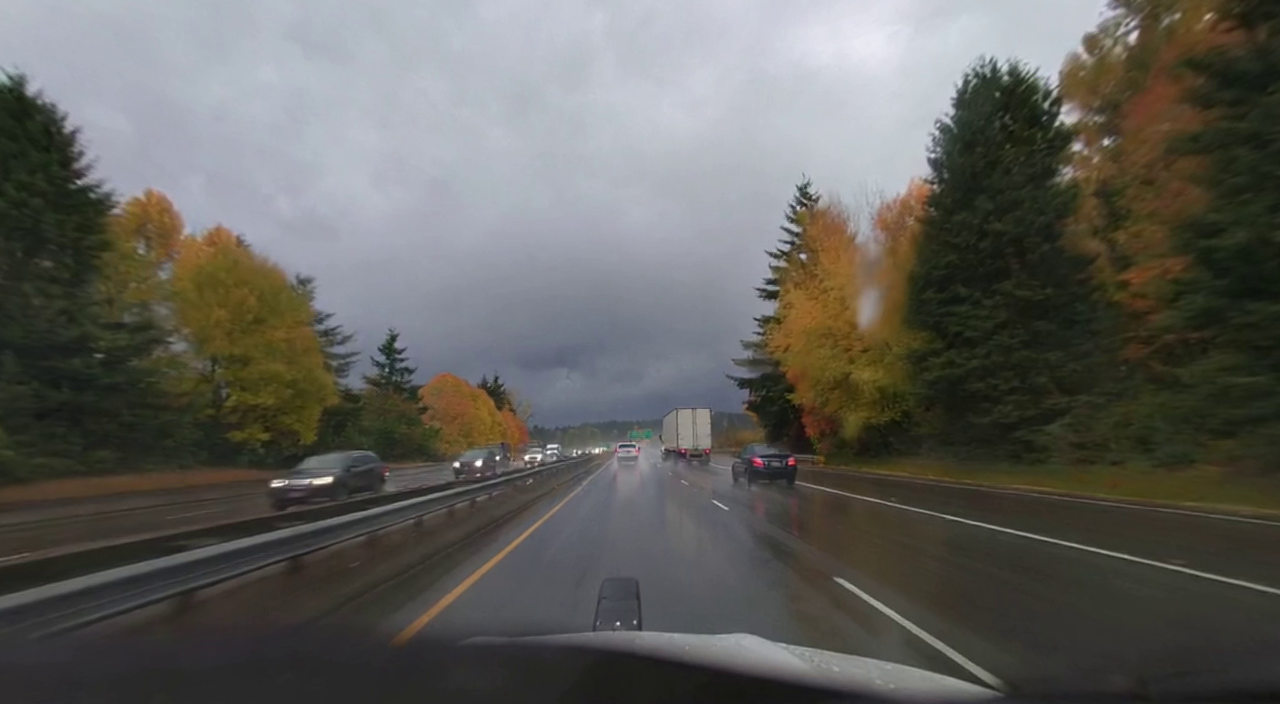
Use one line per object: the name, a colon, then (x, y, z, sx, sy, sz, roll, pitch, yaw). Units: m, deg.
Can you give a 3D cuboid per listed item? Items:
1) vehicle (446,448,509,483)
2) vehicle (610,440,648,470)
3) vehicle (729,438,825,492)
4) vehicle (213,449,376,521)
vehicle: (-8.161, 5.711, 31.806, 2.023, 1.636, 4.274, -1, -9, 0)
vehicle: (-0.679, 6.358, 38.665, 2.168, 1.705, 4.272, 0, -9, -1)
vehicle: (4.239, 3.579, 20.127, 1.997, 1.504, 4.236, 0, -9, -2)
vehicle: (-9.121, 3.490, 17.054, 1.983, 1.658, 4.280, -1, -9, 0)
